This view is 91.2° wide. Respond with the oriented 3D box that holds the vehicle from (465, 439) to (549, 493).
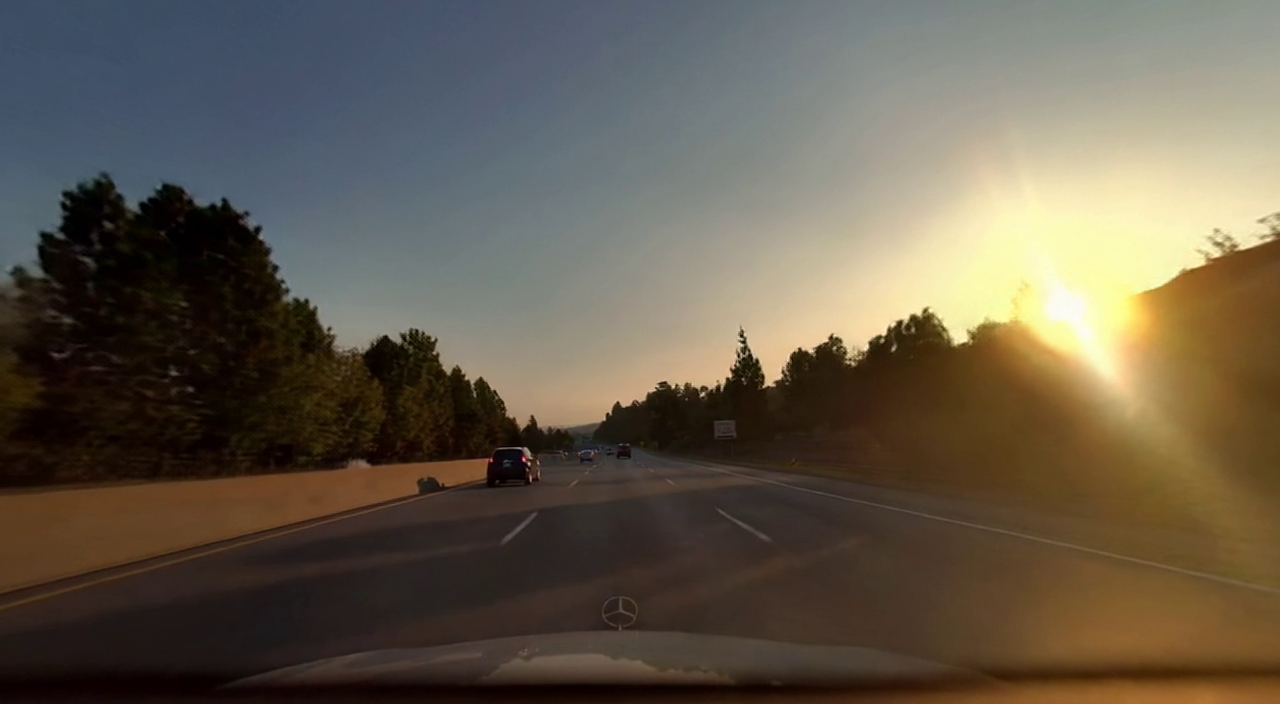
[{"bbox_3d":[-4.620,4.015,22.436,2.151,1.693,4.201,0,-9,-1],"label":"vehicle"}]
